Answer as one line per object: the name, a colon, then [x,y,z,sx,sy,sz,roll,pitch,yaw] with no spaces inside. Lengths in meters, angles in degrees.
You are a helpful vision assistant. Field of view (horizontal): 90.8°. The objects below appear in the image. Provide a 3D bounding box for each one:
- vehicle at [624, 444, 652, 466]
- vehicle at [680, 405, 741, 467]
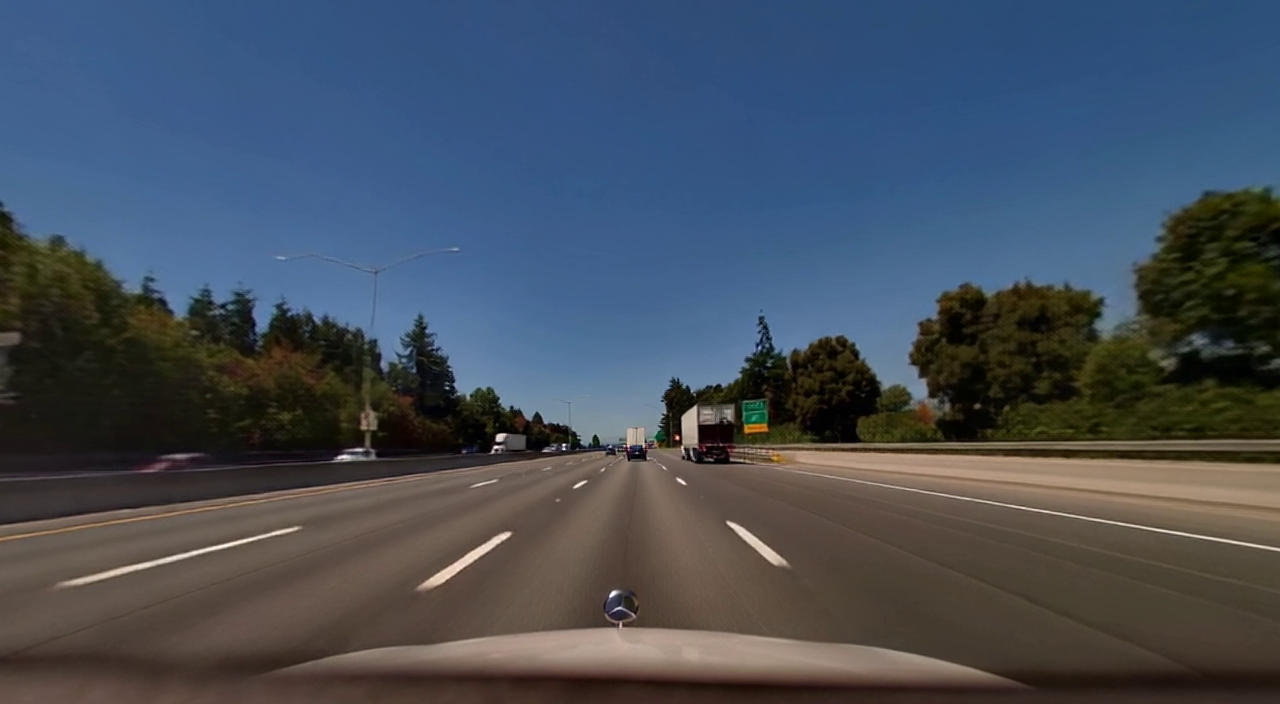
vehicle: [-0.151,7.543,46.325,1.972,1.492,3.697,0,-9,0]
vehicle: [5.138,6.666,49.257,2.893,4.114,14.332,0,-9,-1]
